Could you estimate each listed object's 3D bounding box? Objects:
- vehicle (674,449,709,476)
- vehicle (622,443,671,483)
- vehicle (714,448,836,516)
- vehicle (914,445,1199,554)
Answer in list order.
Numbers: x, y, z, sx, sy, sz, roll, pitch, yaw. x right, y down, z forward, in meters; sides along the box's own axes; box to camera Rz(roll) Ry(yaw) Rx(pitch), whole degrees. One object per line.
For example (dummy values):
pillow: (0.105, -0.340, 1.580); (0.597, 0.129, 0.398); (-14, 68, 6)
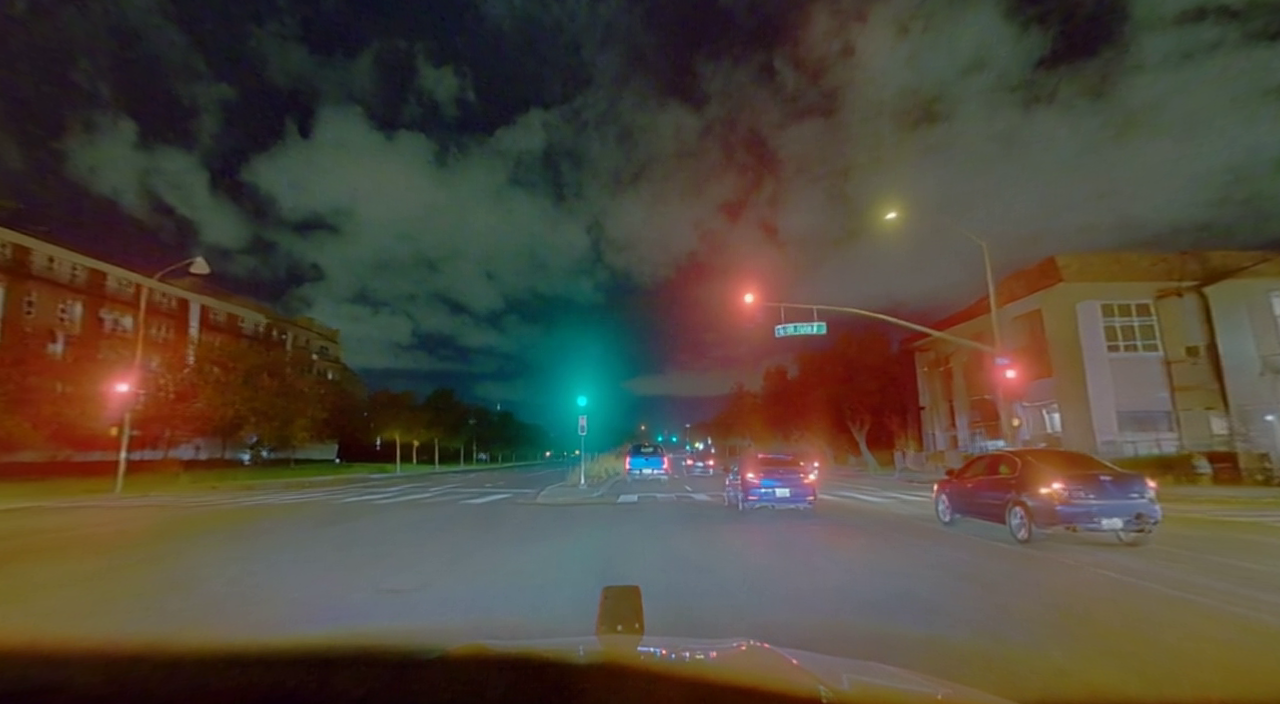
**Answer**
vehicle: (3.554, 7.718, 44.464); (2.013, 1.742, 4.424); (0, -9, 0)
vehicle: (0.349, 5.659, 32.588); (2.344, 1.883, 4.572); (0, -9, 1)
vehicle: (3.245, 3.227, 16.225); (2.057, 1.463, 4.365); (0, -9, -1)
vehicle: (6.717, 2.369, 11.010); (1.855, 1.469, 4.598); (0, -9, 0)
